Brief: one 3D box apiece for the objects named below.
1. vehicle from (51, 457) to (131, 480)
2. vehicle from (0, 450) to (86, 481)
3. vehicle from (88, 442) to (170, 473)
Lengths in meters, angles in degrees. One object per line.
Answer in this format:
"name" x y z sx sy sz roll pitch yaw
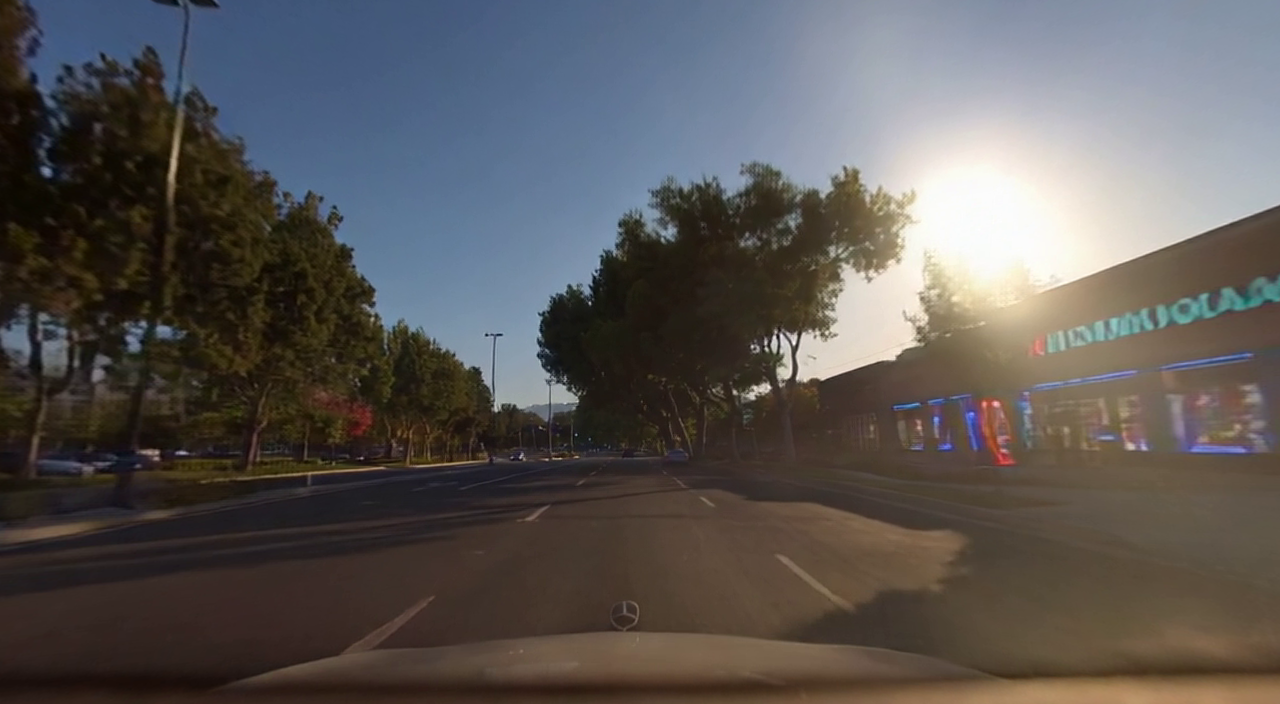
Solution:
"vehicle" -33.576 7.124 38.545 3.332 1.339 1.610 0 -8 -2
"vehicle" -32.783 5.986 33.294 4.736 1.573 2.176 0 -8 -2
"vehicle" -33.230 6.852 40.996 3.825 1.489 1.778 -7 -7 -2
